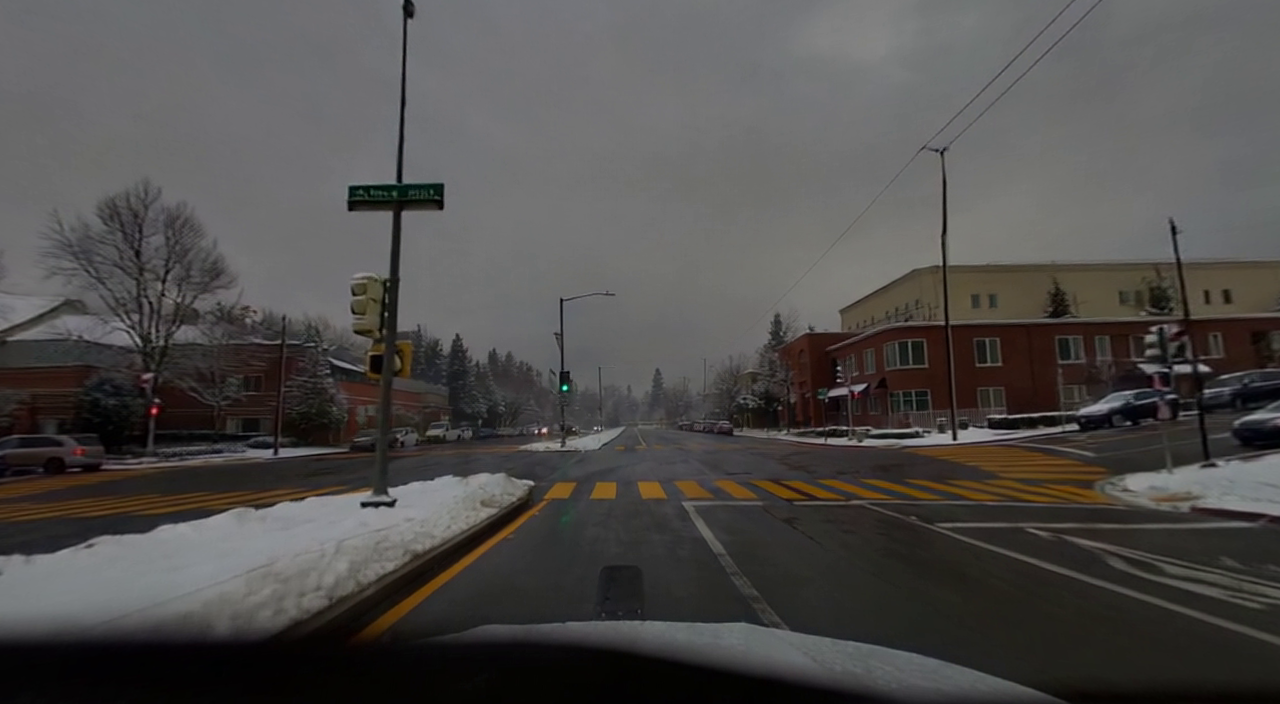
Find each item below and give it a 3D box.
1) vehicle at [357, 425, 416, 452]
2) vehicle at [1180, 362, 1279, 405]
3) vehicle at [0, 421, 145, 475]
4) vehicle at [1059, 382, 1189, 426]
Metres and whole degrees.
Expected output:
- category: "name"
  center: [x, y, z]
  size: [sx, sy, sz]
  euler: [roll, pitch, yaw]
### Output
- category: "vehicle"
  center: [-18.494, 6.389, 46.469]
  size: [2.225, 1.871, 5.189]
  euler: [0, -8, -1]
- category: "vehicle"
  center: [27.944, 1.443, 29.316]
  size: [3.978, 1.843, 1.874]
  euler: [-2, -2, 1]
- category: "vehicle"
  center: [-25.958, 4.295, 28.444]
  size: [5.229, 2.299, 2.366]
  euler: [0, -8, 1]
- category: "vehicle"
  center: [22.206, 2.367, 29.079]
  size: [4.531, 1.753, 1.964]
  euler: [-2, -2, -5]
